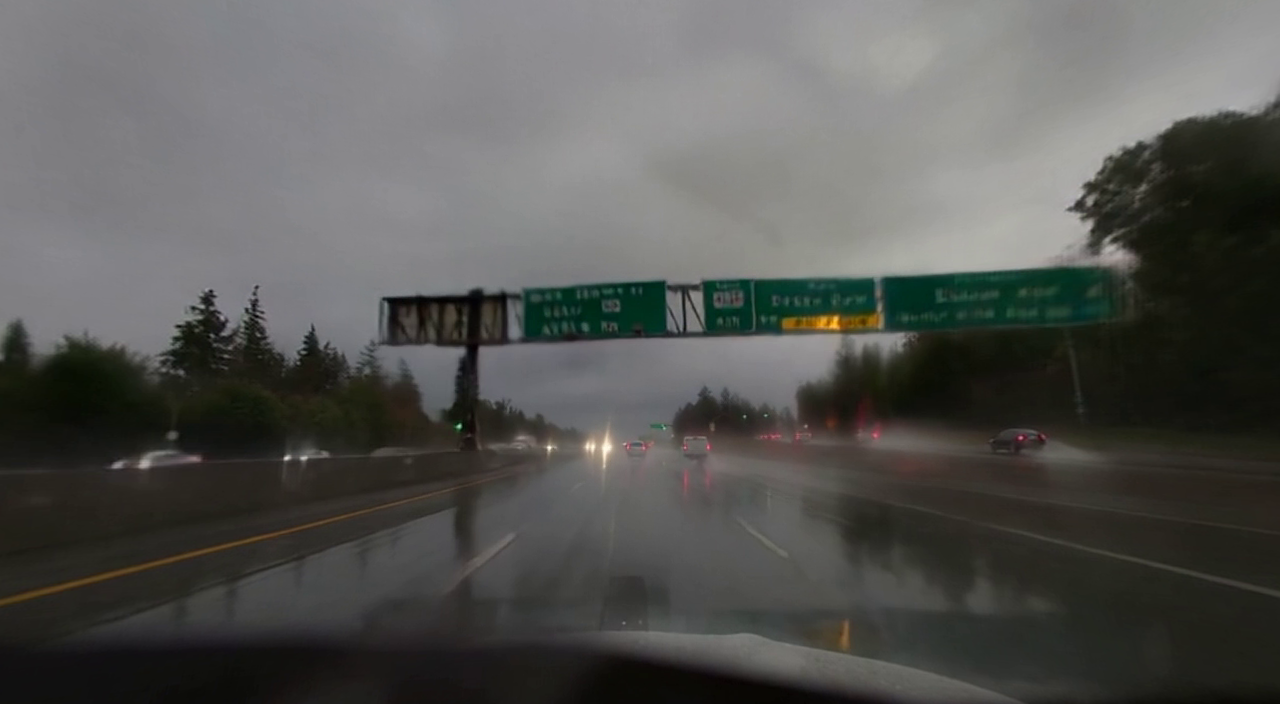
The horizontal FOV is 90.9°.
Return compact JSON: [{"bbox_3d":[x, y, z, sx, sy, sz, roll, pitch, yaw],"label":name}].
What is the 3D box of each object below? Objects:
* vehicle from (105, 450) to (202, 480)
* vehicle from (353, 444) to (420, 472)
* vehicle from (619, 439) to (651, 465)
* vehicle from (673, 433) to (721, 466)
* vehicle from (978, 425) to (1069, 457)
[{"bbox_3d":[-26.081,6.065,34.054,1.834,1.445,4.472,0,-8,-3],"label":"vehicle"},{"bbox_3d":[-15.115,6.349,37.946,1.941,1.552,5.119,0,-8,0],"label":"vehicle"},{"bbox_3d":[-0.326,6.885,43.593,2.105,1.711,4.293,0,-8,0],"label":"vehicle"},{"bbox_3d":[3.641,6.392,41.536,2.505,2.020,5.532,0,-8,-1],"label":"vehicle"},{"bbox_3d":[18.811,4.428,31.220,1.872,1.459,4.502,-1,-8,3],"label":"vehicle"}]
